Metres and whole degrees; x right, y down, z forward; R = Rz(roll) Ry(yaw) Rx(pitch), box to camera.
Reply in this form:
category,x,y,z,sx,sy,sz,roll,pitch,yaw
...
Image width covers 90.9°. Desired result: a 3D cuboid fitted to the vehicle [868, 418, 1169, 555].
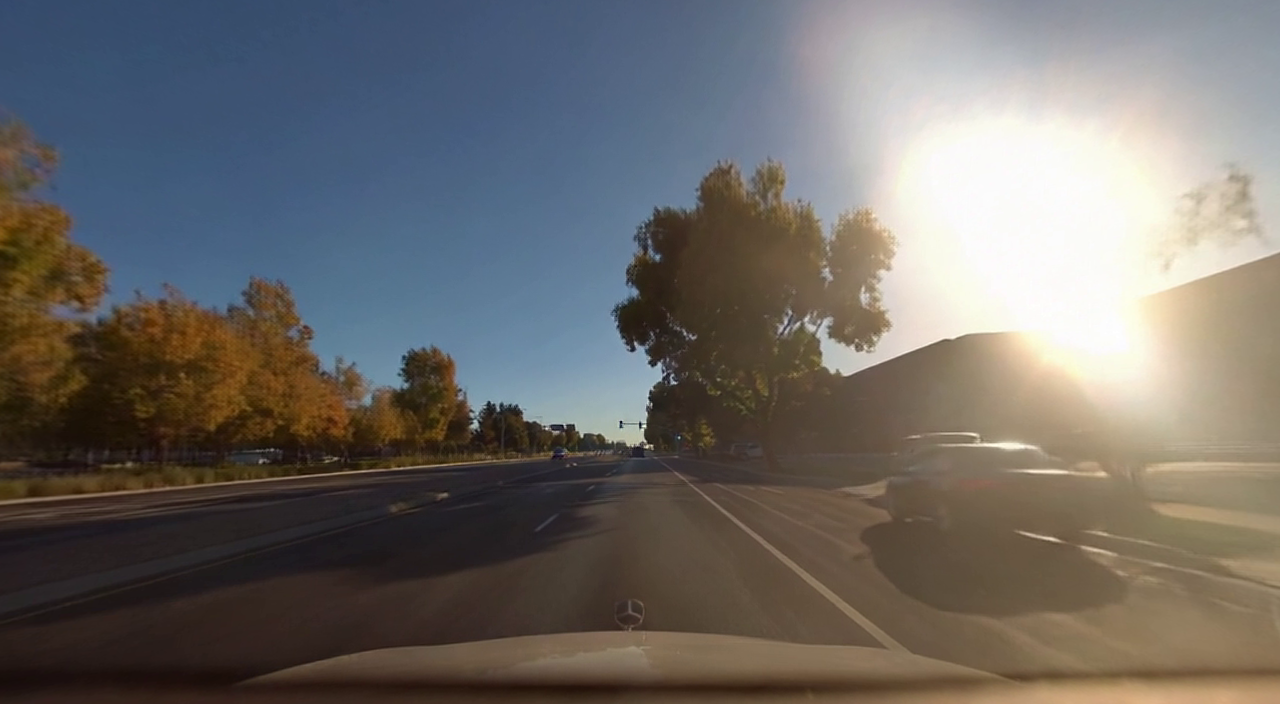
category,x,y,z,sx,sy,sz,roll,pitch,yaw
vehicle,5.533,2.008,10.176,2.057,1.688,4.596,0,-8,1
